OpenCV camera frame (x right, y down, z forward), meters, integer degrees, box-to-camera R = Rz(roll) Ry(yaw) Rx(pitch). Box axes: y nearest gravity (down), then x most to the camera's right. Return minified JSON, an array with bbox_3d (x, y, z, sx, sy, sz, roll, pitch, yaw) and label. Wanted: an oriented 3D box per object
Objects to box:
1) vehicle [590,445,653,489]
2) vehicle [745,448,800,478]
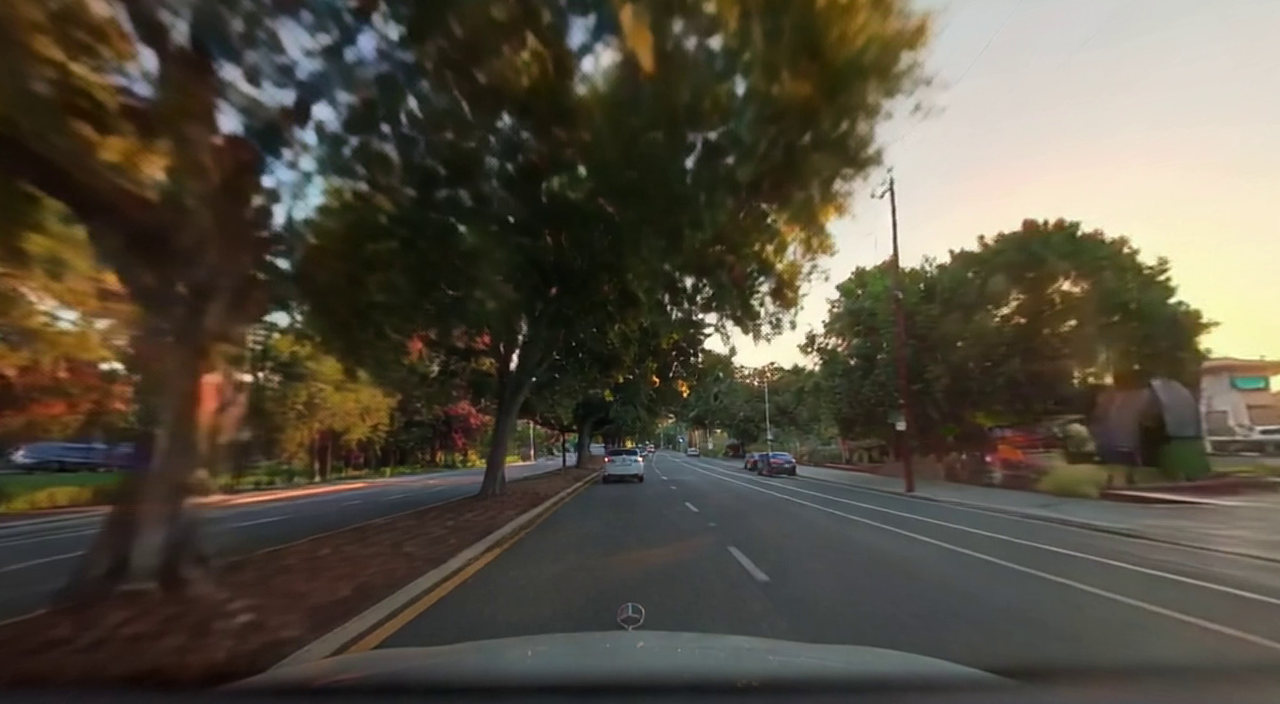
[{"bbox_3d":[-0.595,4.177,23.288,2.099,1.470,4.302,0,-8,0],"label":"vehicle"},{"bbox_3d":[7.401,6.219,35.628,2.164,1.511,4.571,0,-8,1],"label":"vehicle"}]
